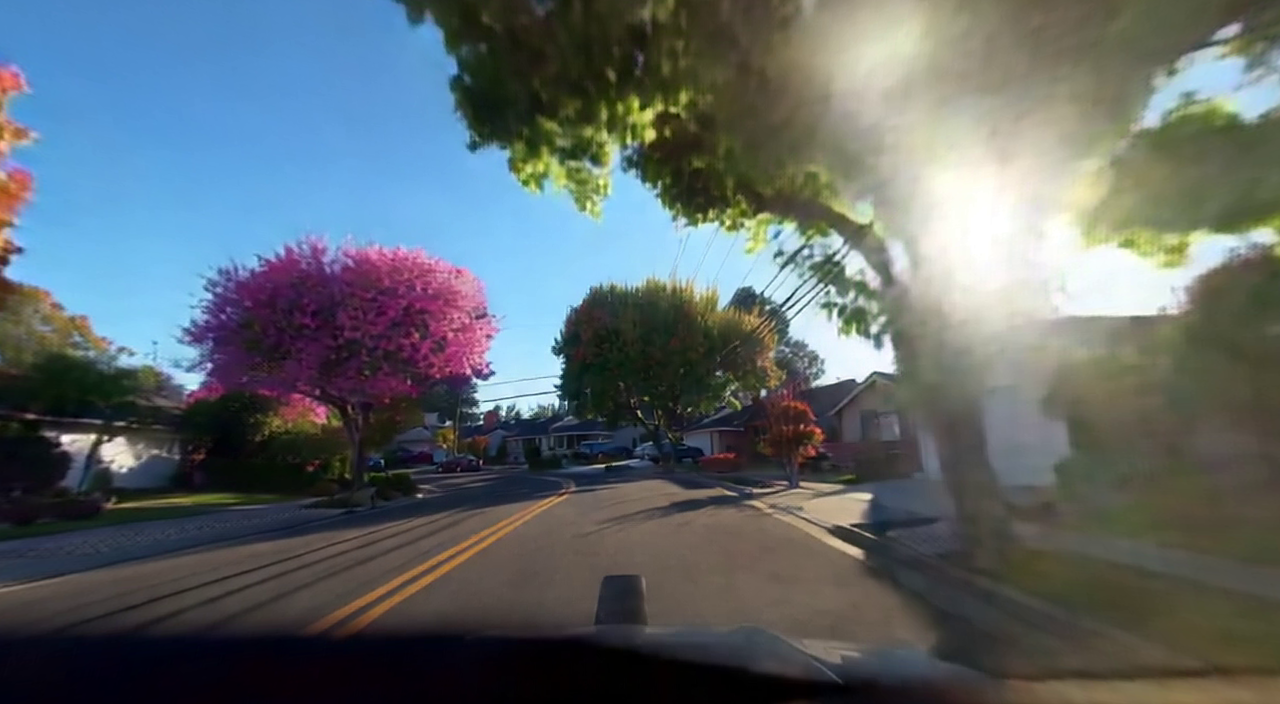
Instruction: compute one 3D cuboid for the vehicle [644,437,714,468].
[{"bbox_3d":[2.728,6.991,44.045,4.459,1.738,1.930,0,-8,-29],"label":"vehicle"}]
